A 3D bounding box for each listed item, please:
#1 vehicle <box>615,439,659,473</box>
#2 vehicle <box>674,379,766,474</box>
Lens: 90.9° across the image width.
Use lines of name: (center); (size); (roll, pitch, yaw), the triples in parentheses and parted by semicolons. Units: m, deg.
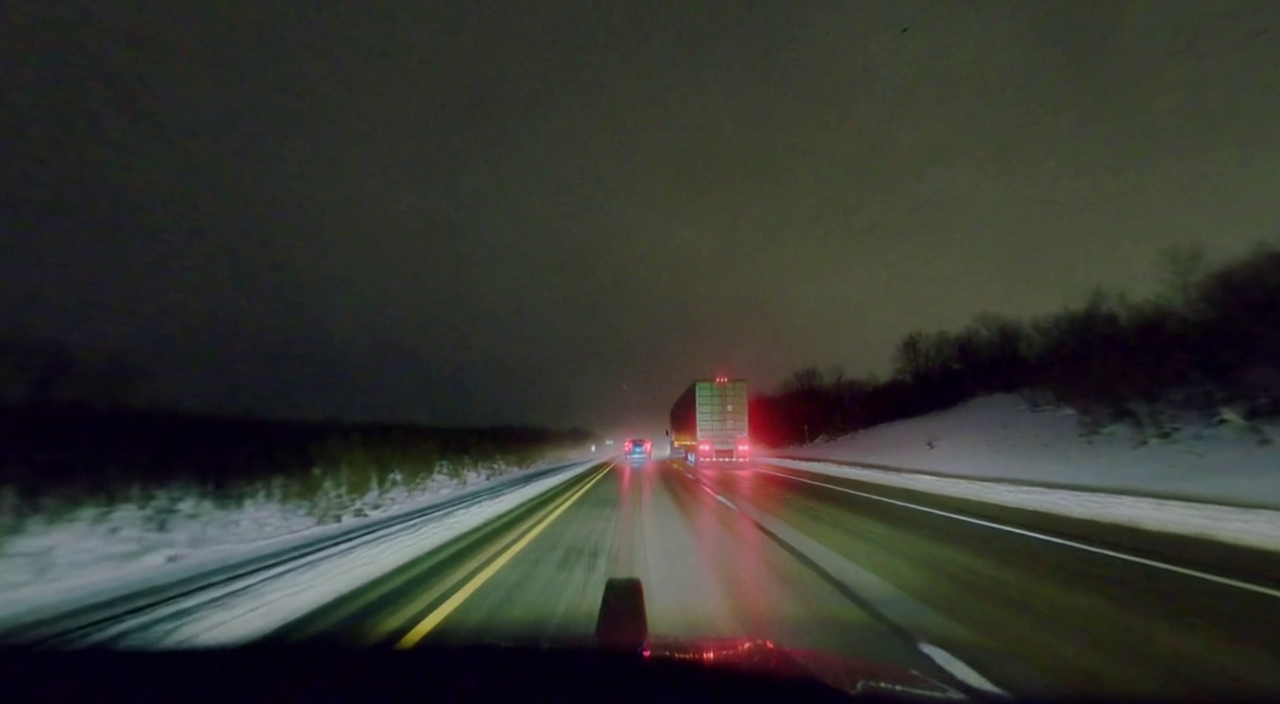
vehicle: (-0.168, 5.004, 30.515); (1.968, 1.515, 4.025); (0, -8, -1)
vehicle: (3.911, 4.449, 35.701); (2.929, 4.158, 15.921); (0, -8, -1)
